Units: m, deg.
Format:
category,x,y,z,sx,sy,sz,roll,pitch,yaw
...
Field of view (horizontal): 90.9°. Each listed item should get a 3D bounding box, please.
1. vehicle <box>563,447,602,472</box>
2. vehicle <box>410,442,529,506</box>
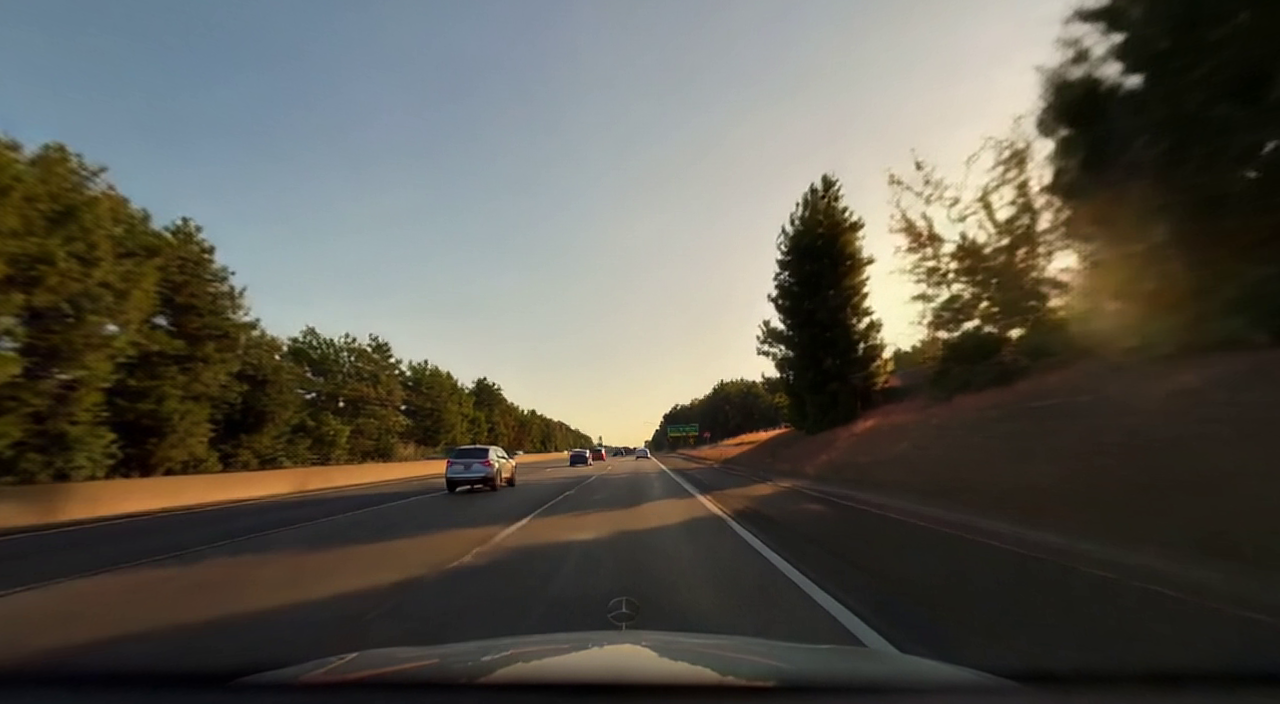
category,x,y,z,sx,sy,sz,roll,pitch,yaw
vehicle,-3.522,6.686,39.368,2.005,1.474,3.921,0,-9,1
vehicle,-4.518,3.294,17.489,1.975,1.501,4.603,0,-9,1
